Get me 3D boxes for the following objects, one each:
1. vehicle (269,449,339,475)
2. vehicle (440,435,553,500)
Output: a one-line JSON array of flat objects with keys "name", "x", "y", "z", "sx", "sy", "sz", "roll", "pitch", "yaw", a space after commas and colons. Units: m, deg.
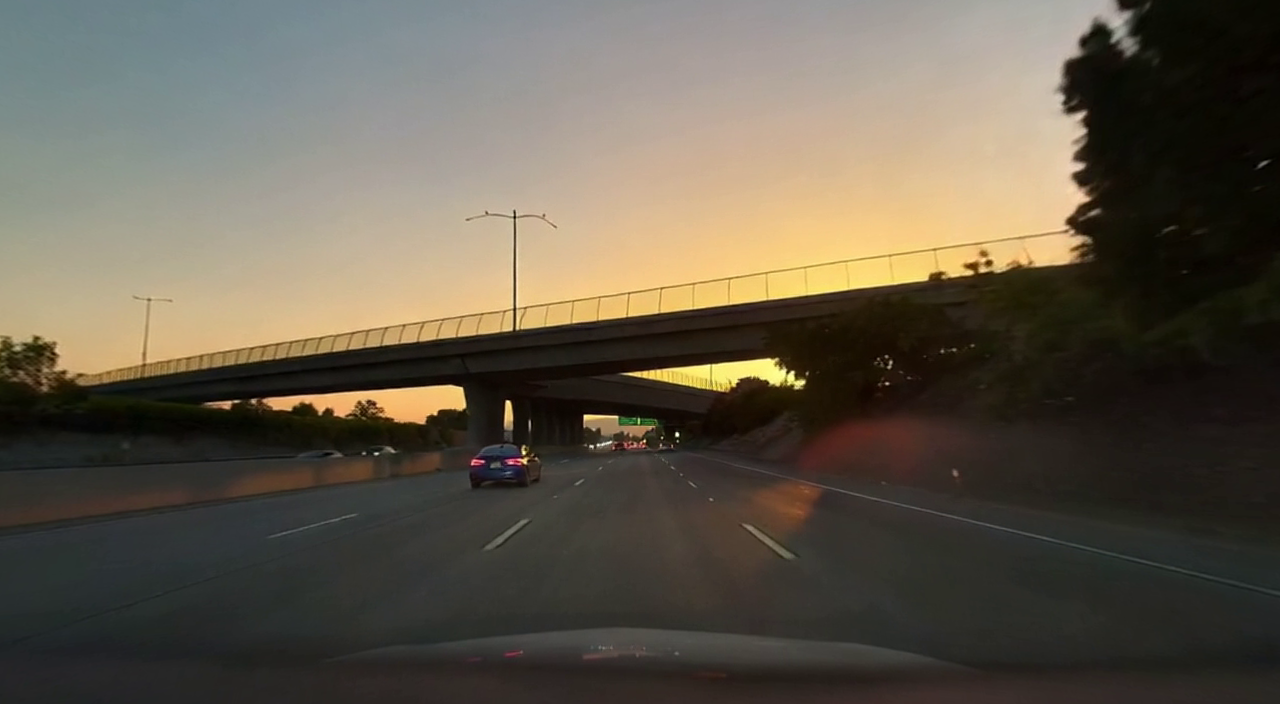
[{"name": "vehicle", "x": -21.073, "y": 6.906, "z": 39.831, "sx": 1.826, "sy": 1.453, "sz": 4.780, "roll": 0, "pitch": -8, "yaw": -1}, {"name": "vehicle", "x": -3.685, "y": 3.051, "z": 17.121, "sx": 2.037, "sy": 1.514, "sz": 4.335, "roll": 0, "pitch": -8, "yaw": 0}]
